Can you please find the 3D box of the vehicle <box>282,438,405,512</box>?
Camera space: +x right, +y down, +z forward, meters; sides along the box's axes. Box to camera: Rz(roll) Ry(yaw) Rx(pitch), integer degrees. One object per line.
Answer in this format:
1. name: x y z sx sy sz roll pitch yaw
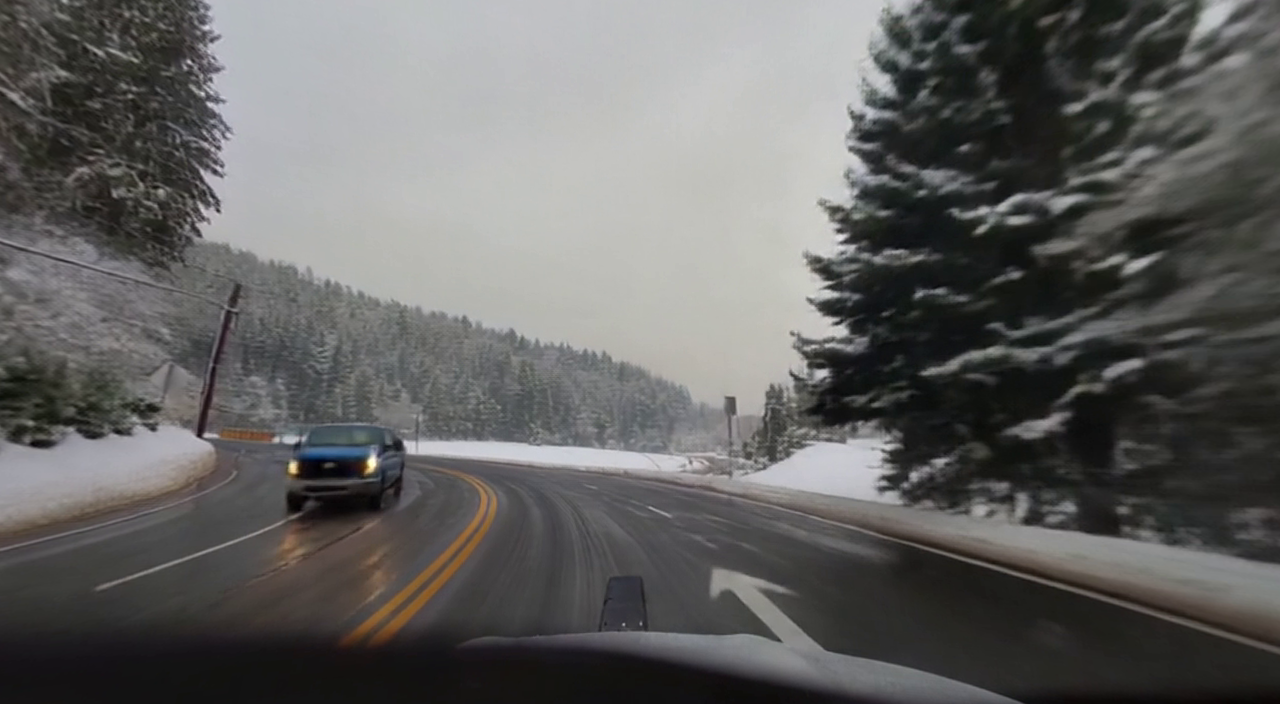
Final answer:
1. vehicle: -6.840 2.811 15.066 2.063 1.443 4.488 2 -9 -18
